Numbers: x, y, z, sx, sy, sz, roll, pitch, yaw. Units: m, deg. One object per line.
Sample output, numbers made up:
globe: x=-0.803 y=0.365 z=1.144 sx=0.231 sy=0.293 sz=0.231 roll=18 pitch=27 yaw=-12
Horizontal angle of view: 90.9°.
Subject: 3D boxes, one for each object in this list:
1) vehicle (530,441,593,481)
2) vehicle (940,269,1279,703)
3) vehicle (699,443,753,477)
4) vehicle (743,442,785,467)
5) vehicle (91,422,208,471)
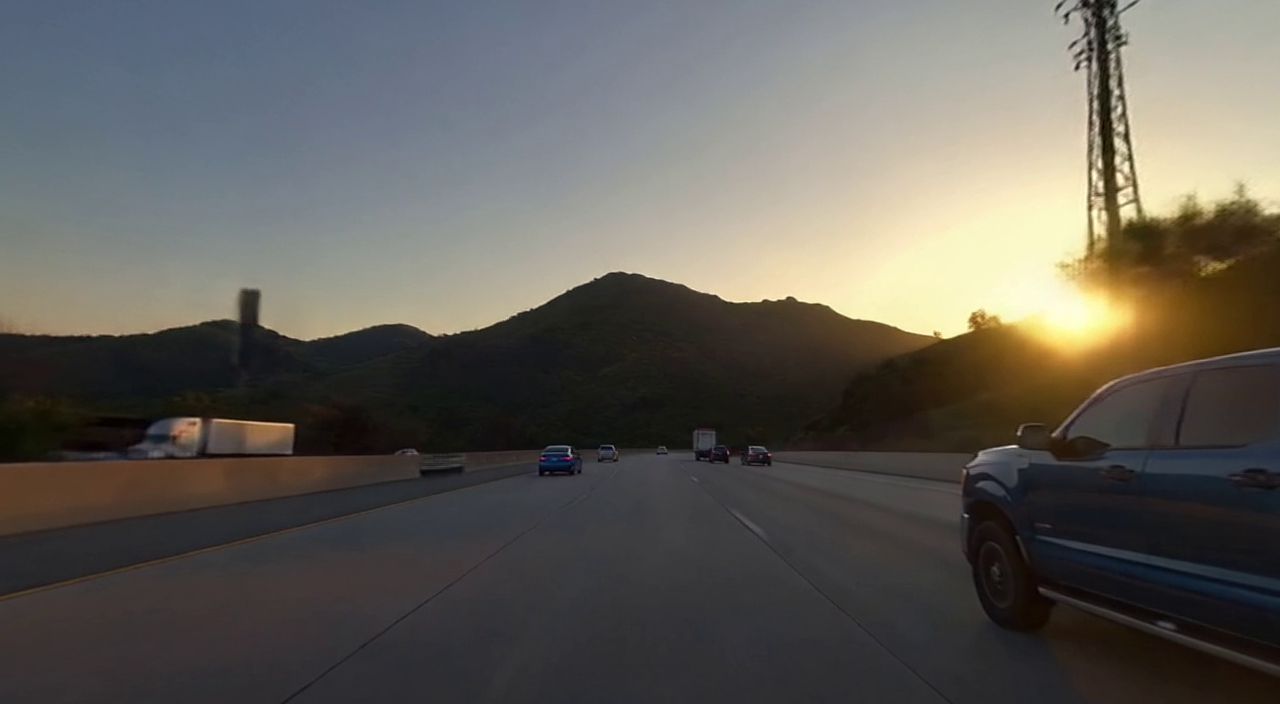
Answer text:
vehicle: x=-3.440 y=4.891 z=28.627 sx=2.113 sy=1.636 sz=4.494 roll=-1 pitch=-8 yaw=2
vehicle: x=3.421 y=0.666 z=2.360 sx=2.098 sy=1.925 sz=5.171 roll=0 pitch=-8 yaw=1
vehicle: x=4.091 y=5.216 z=30.738 sx=2.046 sy=1.471 sz=4.333 roll=0 pitch=-8 yaw=0
vehicle: x=8.425 y=7.021 z=43.379 sx=1.986 sy=1.633 sz=4.430 roll=0 pitch=-8 yaw=0
vehicle: x=-37.983 y=7.357 z=49.227 sx=2.942 sy=3.519 sz=7.227 roll=-1 pitch=-8 yaw=3
